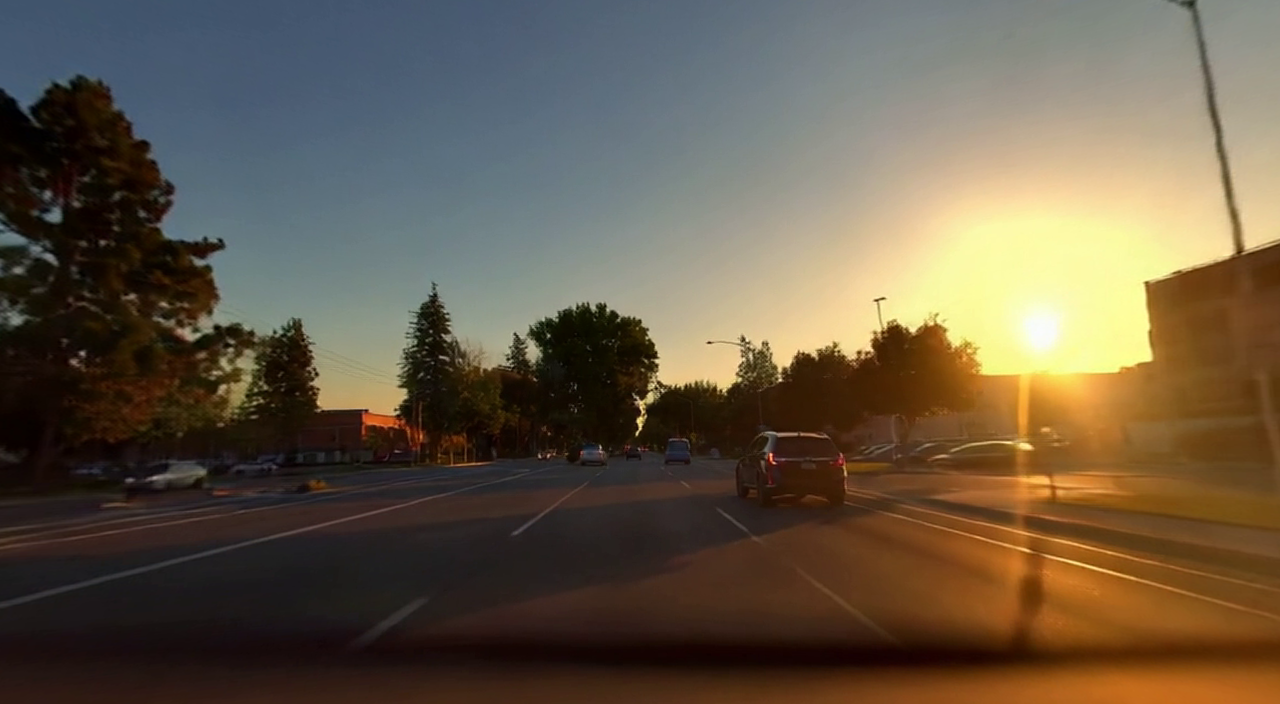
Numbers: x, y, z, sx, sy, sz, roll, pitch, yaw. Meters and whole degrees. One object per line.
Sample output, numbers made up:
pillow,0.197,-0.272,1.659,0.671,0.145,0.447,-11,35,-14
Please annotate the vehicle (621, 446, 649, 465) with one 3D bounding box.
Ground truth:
vehicle,-0.395,8.102,49.559,2.074,1.463,4.016,0,-9,-1

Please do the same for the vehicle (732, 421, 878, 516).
vehicle,3.520,2.595,14.475,2.060,1.816,4.343,0,-9,-2

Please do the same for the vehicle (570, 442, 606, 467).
vehicle,-3.925,7.825,48.535,2.220,1.793,4.885,0,-9,1

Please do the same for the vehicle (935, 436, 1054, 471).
vehicle,18.024,5.166,32.213,4.970,1.700,2.108,2,-9,-11

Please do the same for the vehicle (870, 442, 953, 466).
vehicle,16.795,6.307,39.174,4.203,1.424,2.077,2,-9,-11

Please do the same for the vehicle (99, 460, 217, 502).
vehicle,-20.569,5.493,27.204,1.823,1.561,3.987,0,-9,1

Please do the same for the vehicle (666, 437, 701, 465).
vehicle,3.324,7.689,49.110,2.197,2.034,4.667,1,-9,-2
